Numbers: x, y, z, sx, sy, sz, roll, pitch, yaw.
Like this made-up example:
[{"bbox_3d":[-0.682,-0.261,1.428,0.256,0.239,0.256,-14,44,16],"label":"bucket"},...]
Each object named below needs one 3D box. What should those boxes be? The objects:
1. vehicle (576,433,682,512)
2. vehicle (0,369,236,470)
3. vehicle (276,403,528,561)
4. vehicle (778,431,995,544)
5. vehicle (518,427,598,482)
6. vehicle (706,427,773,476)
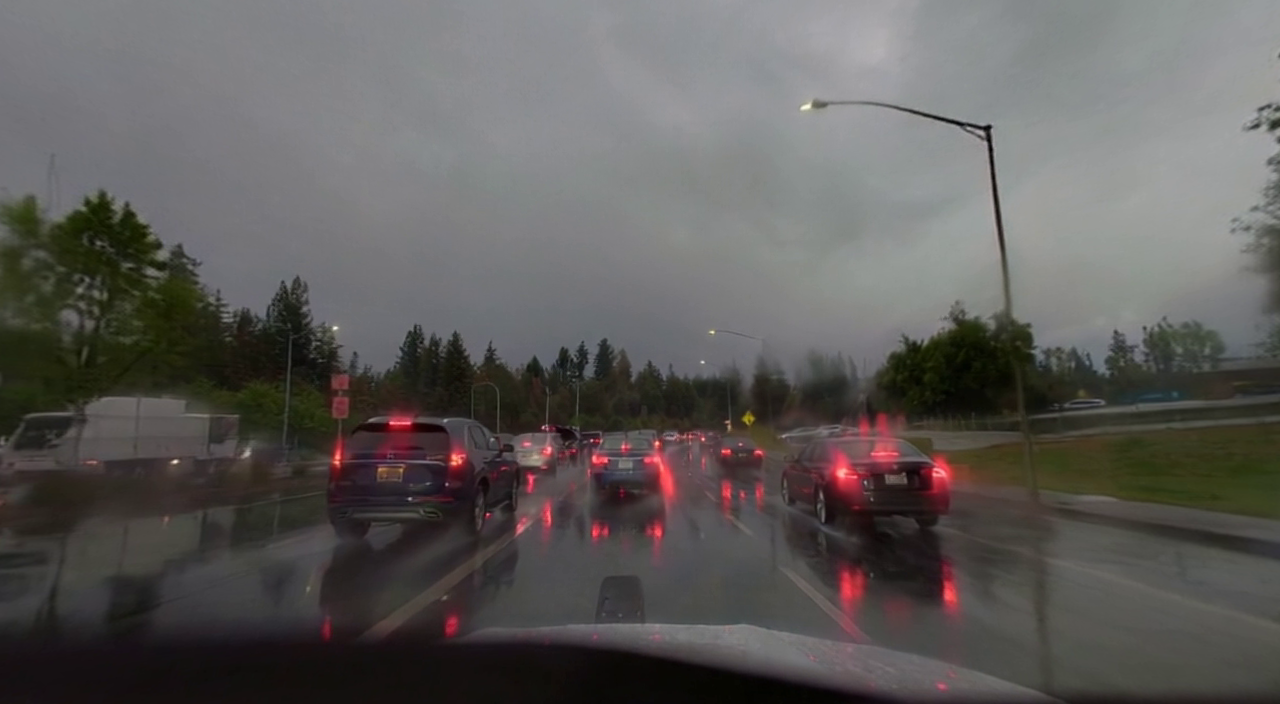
[{"bbox_3d":[-0.214,2.636,14.337,2.030,1.477,4.330,0,-8,0],"label":"vehicle"},{"bbox_3d":[-27.835,3.808,32.978,3.181,4.189,14.107,-1,-8,5],"label":"vehicle"},{"bbox_3d":[-3.120,1.838,9.769,2.111,1.745,5.274,0,-8,-3],"label":"vehicle"},{"bbox_3d":[3.721,2.099,10.492,1.884,1.463,4.195,0,-8,0],"label":"vehicle"},{"bbox_3d":[-2.917,3.779,23.607,2.218,1.829,4.492,-1,-8,2],"label":"vehicle"},{"bbox_3d":[4.062,4.162,26.585,2.099,1.845,4.363,0,-8,0],"label":"vehicle"}]
